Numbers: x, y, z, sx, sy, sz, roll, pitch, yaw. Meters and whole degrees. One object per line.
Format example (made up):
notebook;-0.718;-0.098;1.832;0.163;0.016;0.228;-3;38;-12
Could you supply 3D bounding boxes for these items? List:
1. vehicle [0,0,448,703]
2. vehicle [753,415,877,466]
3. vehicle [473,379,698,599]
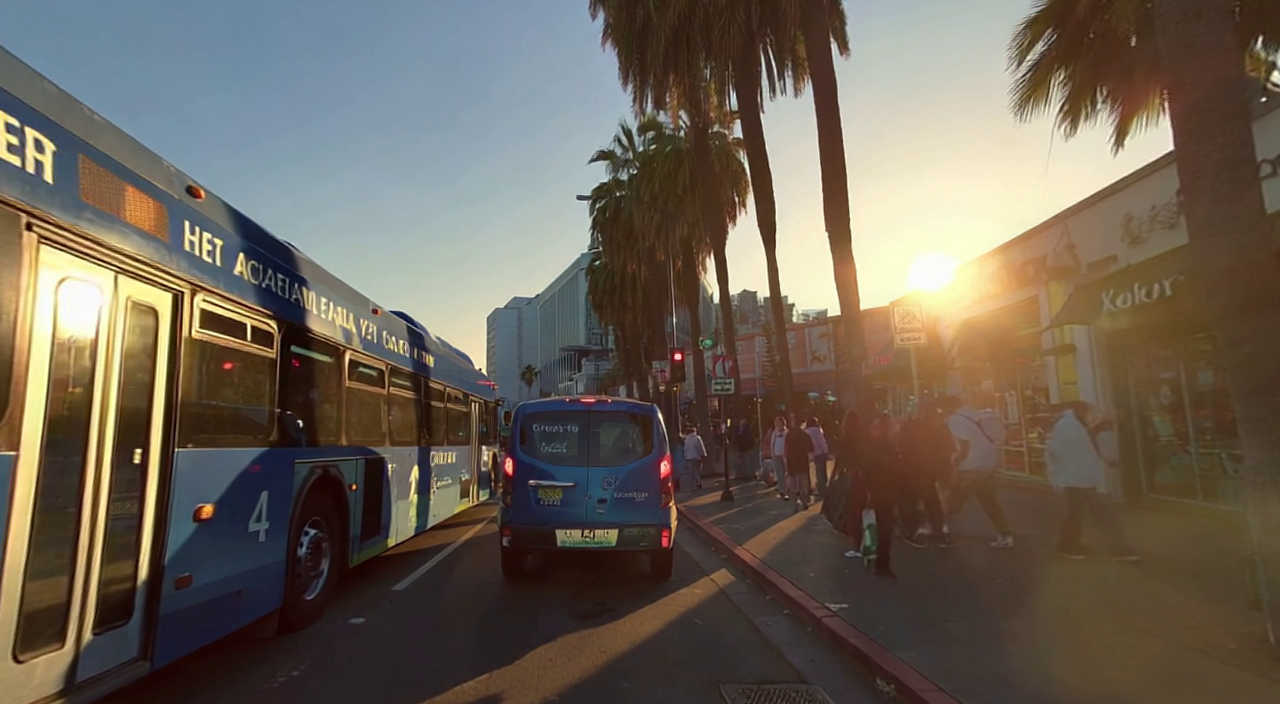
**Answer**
vehicle;-3.807;0.172;3.282;2.863;3.233;11.573;1;-8;-5
vehicle;8.131;4.132;29.667;4.996;2.251;2.283;1;-8;-7
vehicle;-0.796;1.520;7.805;2.002;1.907;4.211;1;-9;-9
